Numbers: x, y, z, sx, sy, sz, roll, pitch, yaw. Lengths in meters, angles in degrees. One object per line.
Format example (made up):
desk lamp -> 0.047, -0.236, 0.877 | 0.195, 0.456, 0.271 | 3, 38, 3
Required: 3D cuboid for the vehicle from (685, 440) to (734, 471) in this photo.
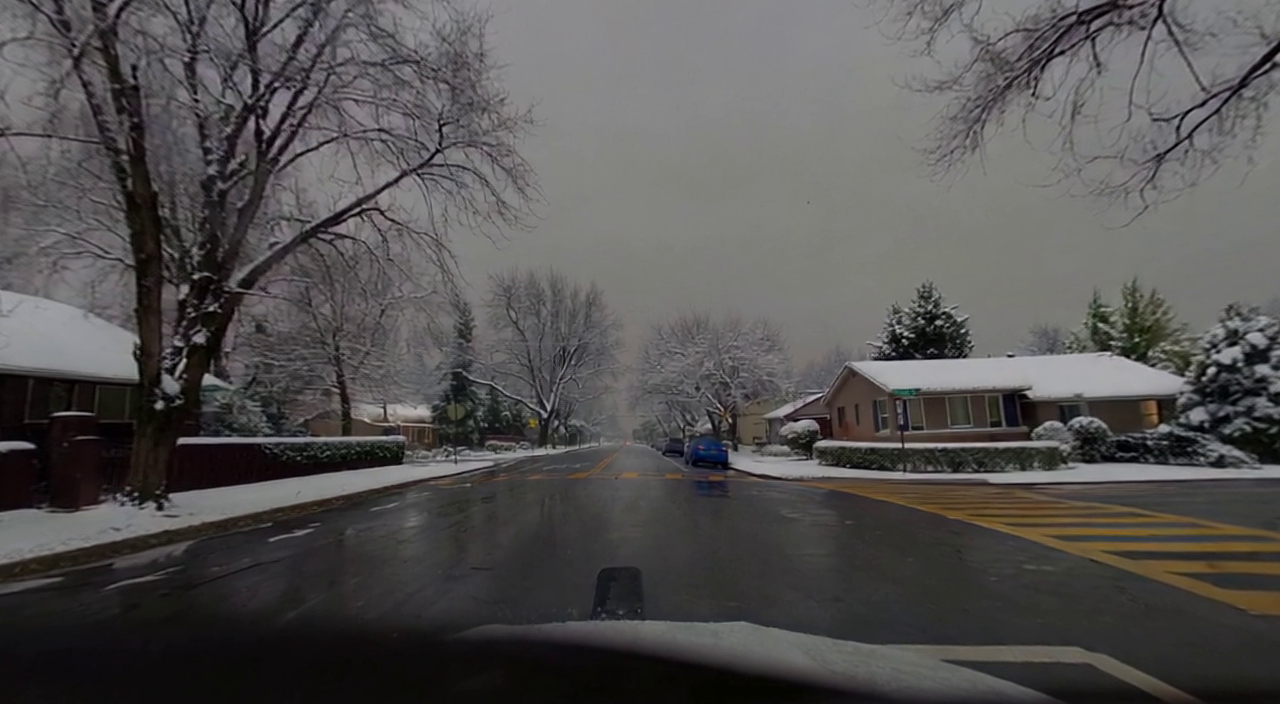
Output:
vehicle -> 3.583, 5.427, 33.384 | 1.961, 1.472, 4.434 | 0, -8, -2
